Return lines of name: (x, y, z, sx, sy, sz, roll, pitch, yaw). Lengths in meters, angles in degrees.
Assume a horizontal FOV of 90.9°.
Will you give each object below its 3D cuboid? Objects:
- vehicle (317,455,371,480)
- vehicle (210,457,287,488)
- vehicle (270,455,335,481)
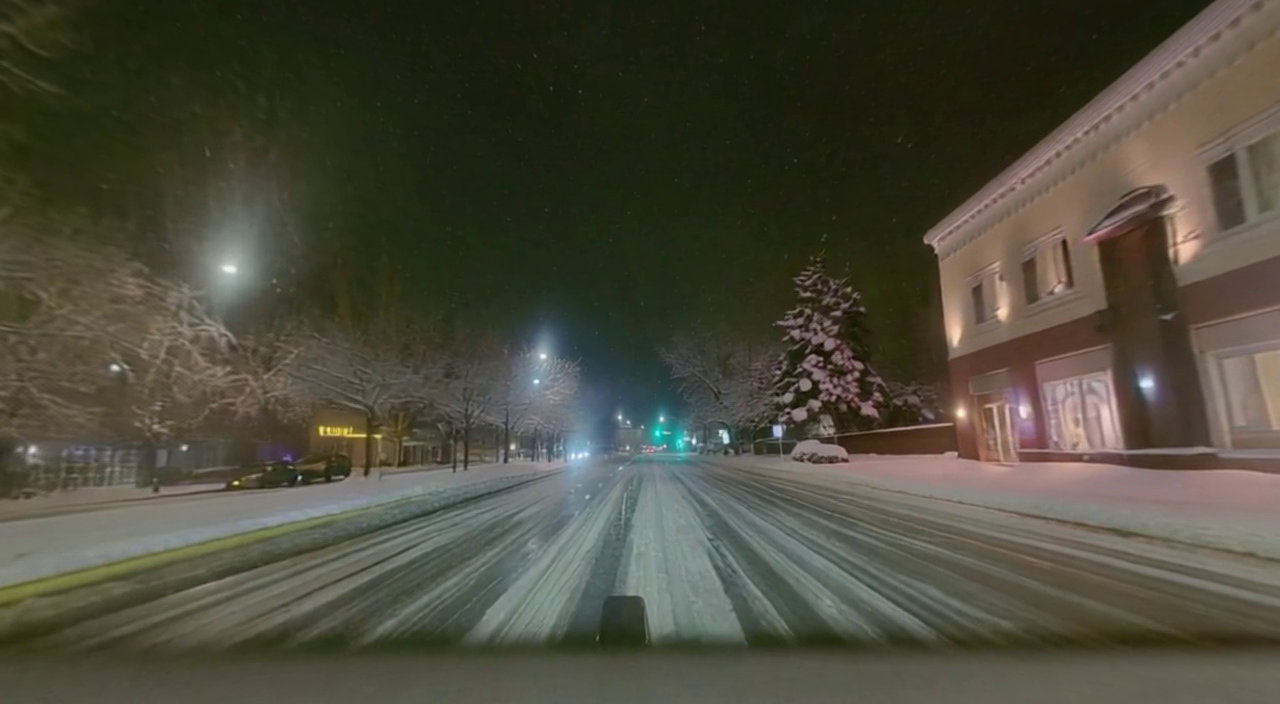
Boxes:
vehicle: (-21.993, 8.601, 46.997, 1.945, 1.658, 4.263, -1, -8, 1)
vehicle: (-22.075, 6.806, 35.718, 1.883, 1.546, 3.930, 0, -8, -1)
vehicle: (-21.881, 7.511, 41.046, 1.820, 1.481, 4.325, -3, -10, 1)
